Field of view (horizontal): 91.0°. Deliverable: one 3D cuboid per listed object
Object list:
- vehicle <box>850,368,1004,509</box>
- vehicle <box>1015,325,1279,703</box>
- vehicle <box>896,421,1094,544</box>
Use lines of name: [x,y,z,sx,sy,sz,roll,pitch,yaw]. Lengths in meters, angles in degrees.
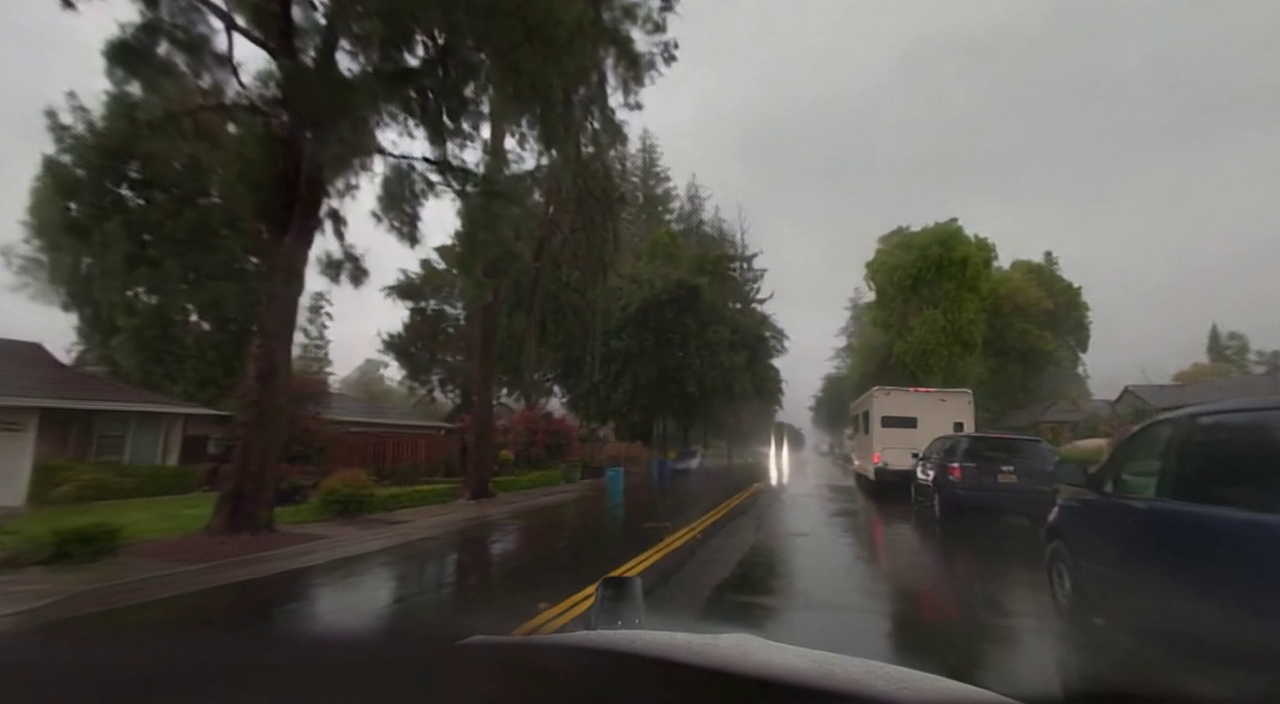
vehicle: [8.941,2.941,21.183,3.052,3.440,11.052,-3,-9,16]
vehicle: [3.737,0.850,2.744,2.182,1.785,5.726,-1,-7,16]
vehicle: [6.210,2.278,11.729,1.980,1.782,4.627,-2,-9,14]
